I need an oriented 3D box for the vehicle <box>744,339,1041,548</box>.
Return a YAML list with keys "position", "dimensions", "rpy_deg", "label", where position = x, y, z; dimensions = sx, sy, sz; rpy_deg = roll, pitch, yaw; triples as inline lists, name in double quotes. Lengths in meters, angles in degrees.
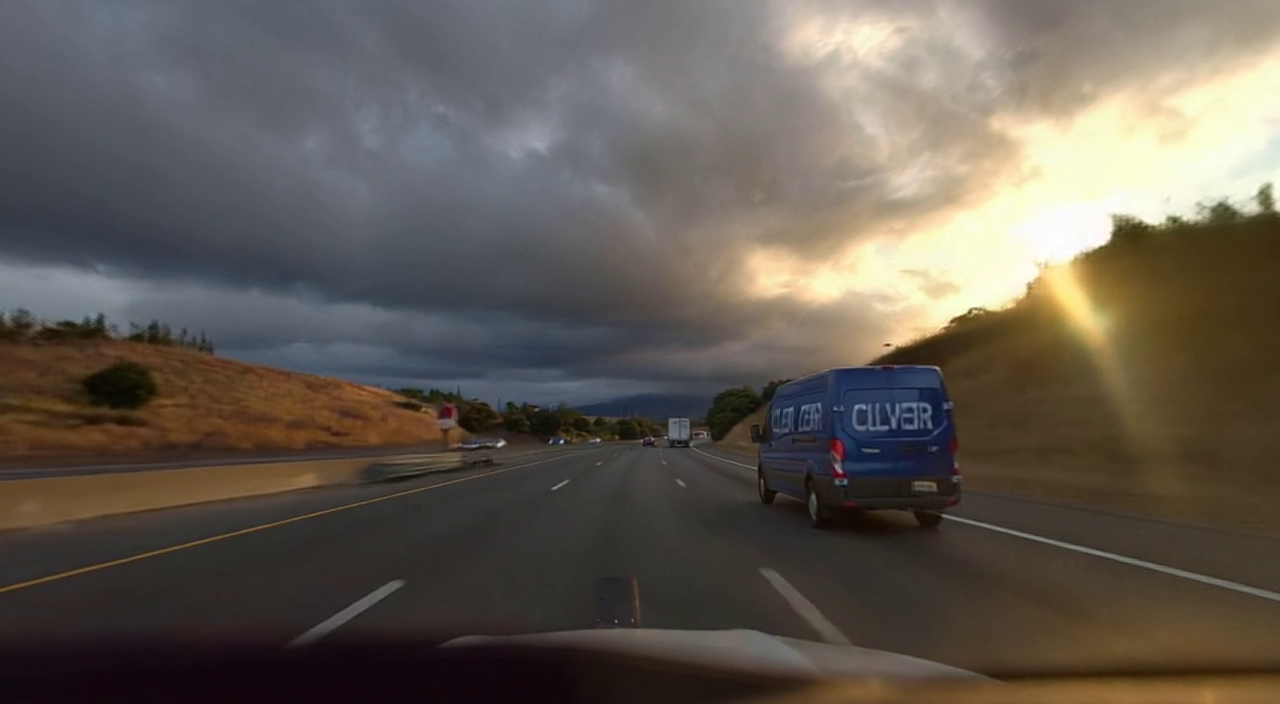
- position: [3.571, 1.499, 10.589]
  dimensions: [2.485, 2.562, 5.535]
  rpy_deg: [0, -8, -2]
  label: "vehicle"
